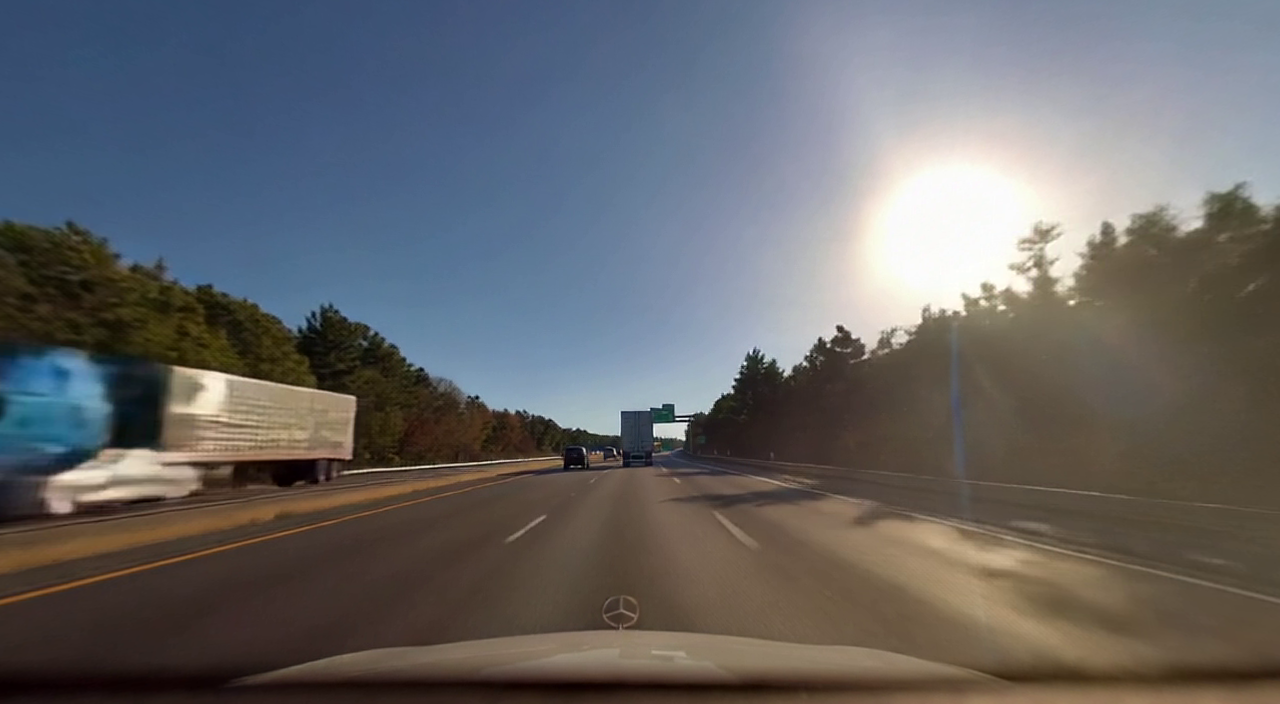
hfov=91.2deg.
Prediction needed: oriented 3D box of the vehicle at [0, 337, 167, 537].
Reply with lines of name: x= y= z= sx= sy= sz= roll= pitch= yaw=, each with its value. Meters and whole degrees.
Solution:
vehicle: x=-14.874 y=1.984 z=14.313 sx=2.966 sy=4.134 sz=6.321 roll=0 pitch=-9 yaw=-1

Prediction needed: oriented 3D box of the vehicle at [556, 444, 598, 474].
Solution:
vehicle: x=-3.700 y=6.346 z=37.429 sx=2.112 sy=1.645 sz=4.129 roll=0 pitch=-9 yaw=-1

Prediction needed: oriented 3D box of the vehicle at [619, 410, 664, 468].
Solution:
vehicle: x=-0.004 y=6.933 z=49.429 sx=3.100 sy=4.091 sz=10.664 roll=0 pitch=-9 yaw=-1
